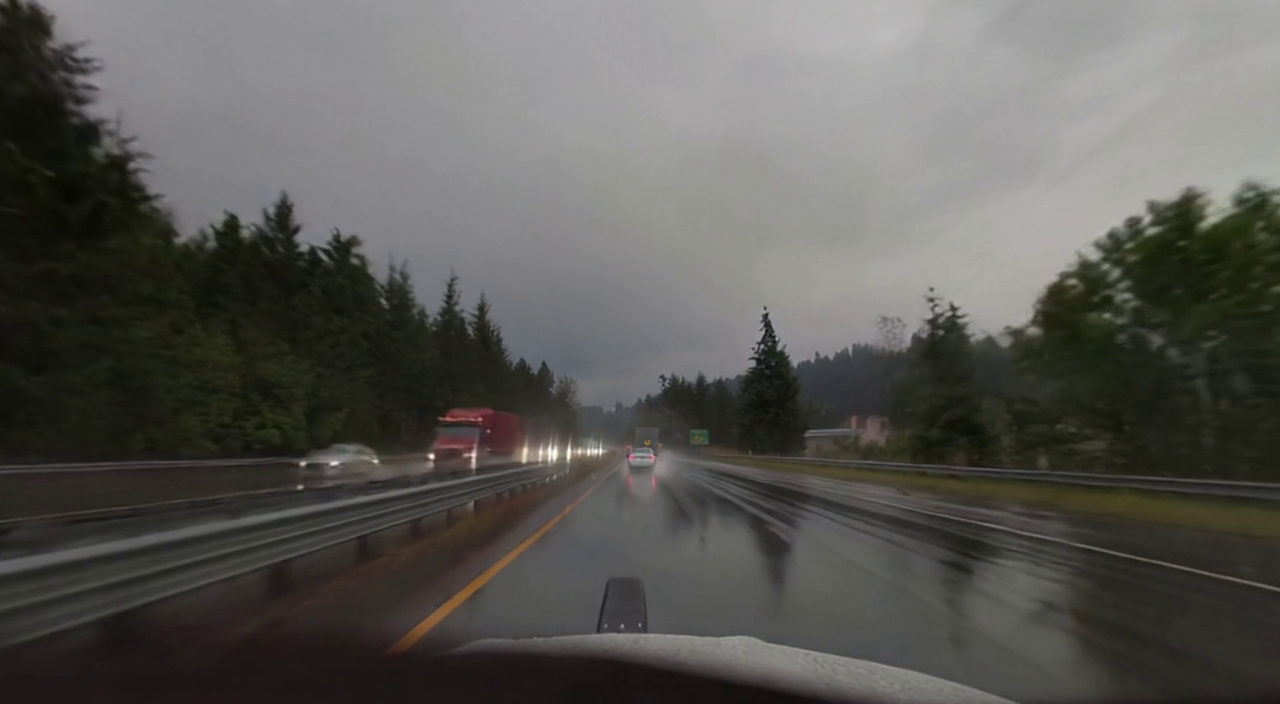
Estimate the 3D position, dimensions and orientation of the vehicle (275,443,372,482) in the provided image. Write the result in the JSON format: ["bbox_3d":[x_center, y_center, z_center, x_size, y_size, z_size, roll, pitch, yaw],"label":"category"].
[{"bbox_3d":[-13.252,4.625,26.718,1.843,1.501,4.395,0,-9,0],"label":"vehicle"}]

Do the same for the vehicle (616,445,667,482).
[{"bbox_3d":[0.033,4.984,28.475,2.114,1.523,4.012,0,-9,-1],"label":"vehicle"}]

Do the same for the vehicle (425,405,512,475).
[{"bbox_3d":[-8.901,4.722,33.647,2.612,3.281,7.073,0,-9,0],"label":"vehicle"}]
